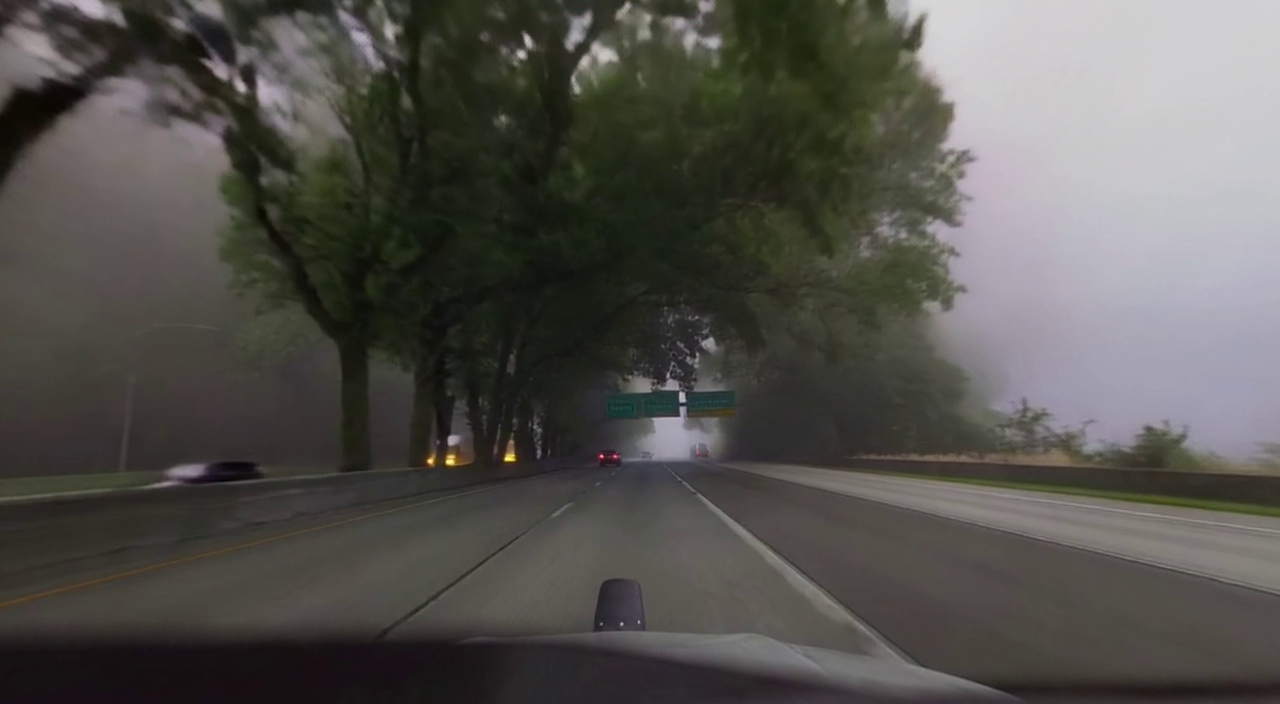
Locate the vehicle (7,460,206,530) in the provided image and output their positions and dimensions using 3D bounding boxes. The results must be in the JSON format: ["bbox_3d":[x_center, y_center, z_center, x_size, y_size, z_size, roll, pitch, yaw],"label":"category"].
[{"bbox_3d":[-13.577,3.607,16.394,1.828,1.497,3.761,0,-9,0],"label":"vehicle"}]
